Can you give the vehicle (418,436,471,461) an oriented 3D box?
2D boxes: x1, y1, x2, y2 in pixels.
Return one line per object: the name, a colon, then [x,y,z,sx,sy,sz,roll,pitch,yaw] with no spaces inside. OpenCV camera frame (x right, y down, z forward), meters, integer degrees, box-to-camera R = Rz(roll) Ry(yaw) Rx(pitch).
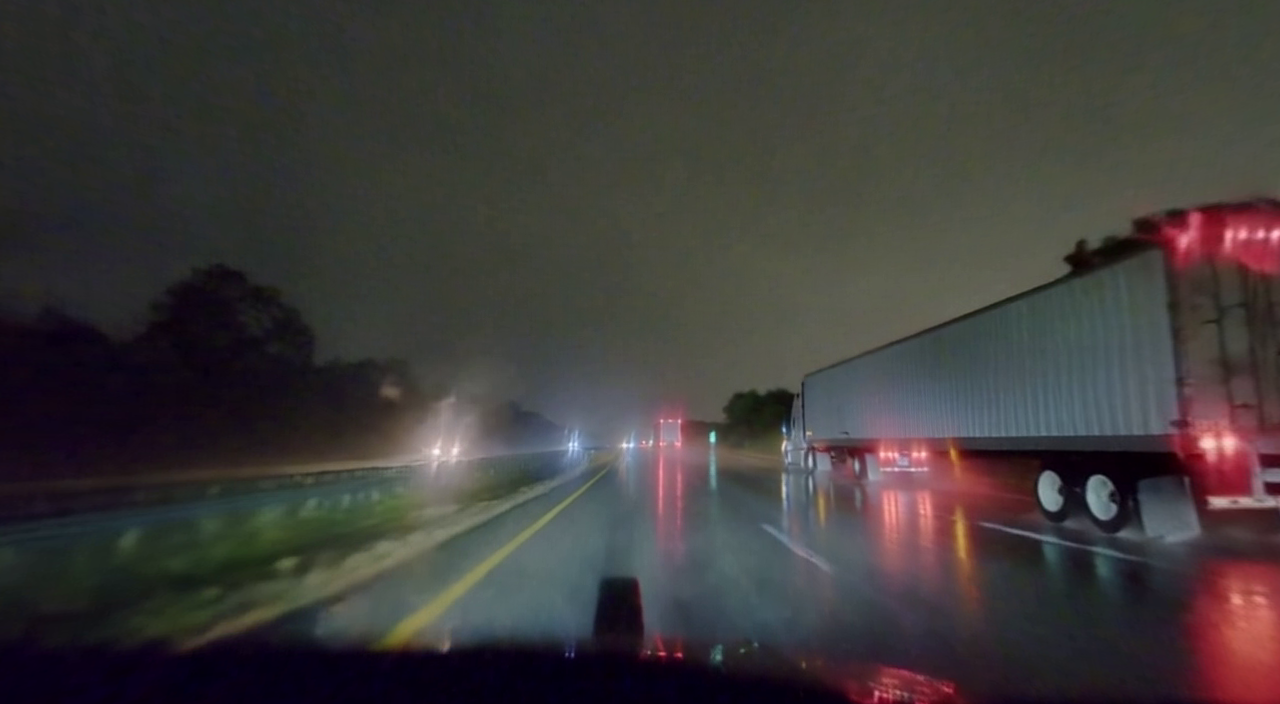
vehicle: [-12.829,6.381,41.518,1.985,1.509,4.745,0,-9,0]
